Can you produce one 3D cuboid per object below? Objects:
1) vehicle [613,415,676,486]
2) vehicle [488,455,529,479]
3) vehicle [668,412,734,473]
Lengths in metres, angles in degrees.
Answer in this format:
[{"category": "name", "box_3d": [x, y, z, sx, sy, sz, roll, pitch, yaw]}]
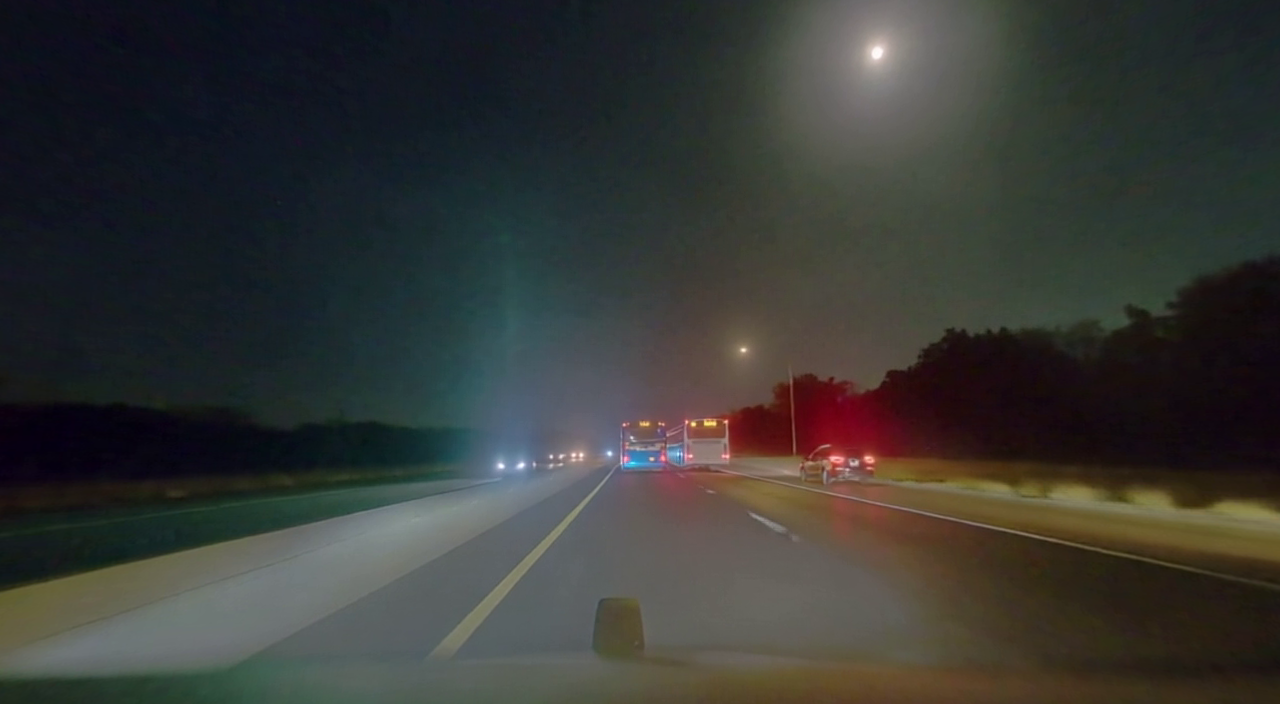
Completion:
[{"category": "vehicle", "box_3d": [0.072, 4.218, 26.836, 2.414, 2.675, 5.574, 0, -9, -2]}, {"category": "vehicle", "box_3d": [-9.063, 7.921, 43.407, 1.893, 1.482, 4.464, 0, -9, 0]}, {"category": "vehicle", "box_3d": [4.032, 6.560, 44.921, 3.074, 3.668, 12.805, 0, -9, -2]}]
